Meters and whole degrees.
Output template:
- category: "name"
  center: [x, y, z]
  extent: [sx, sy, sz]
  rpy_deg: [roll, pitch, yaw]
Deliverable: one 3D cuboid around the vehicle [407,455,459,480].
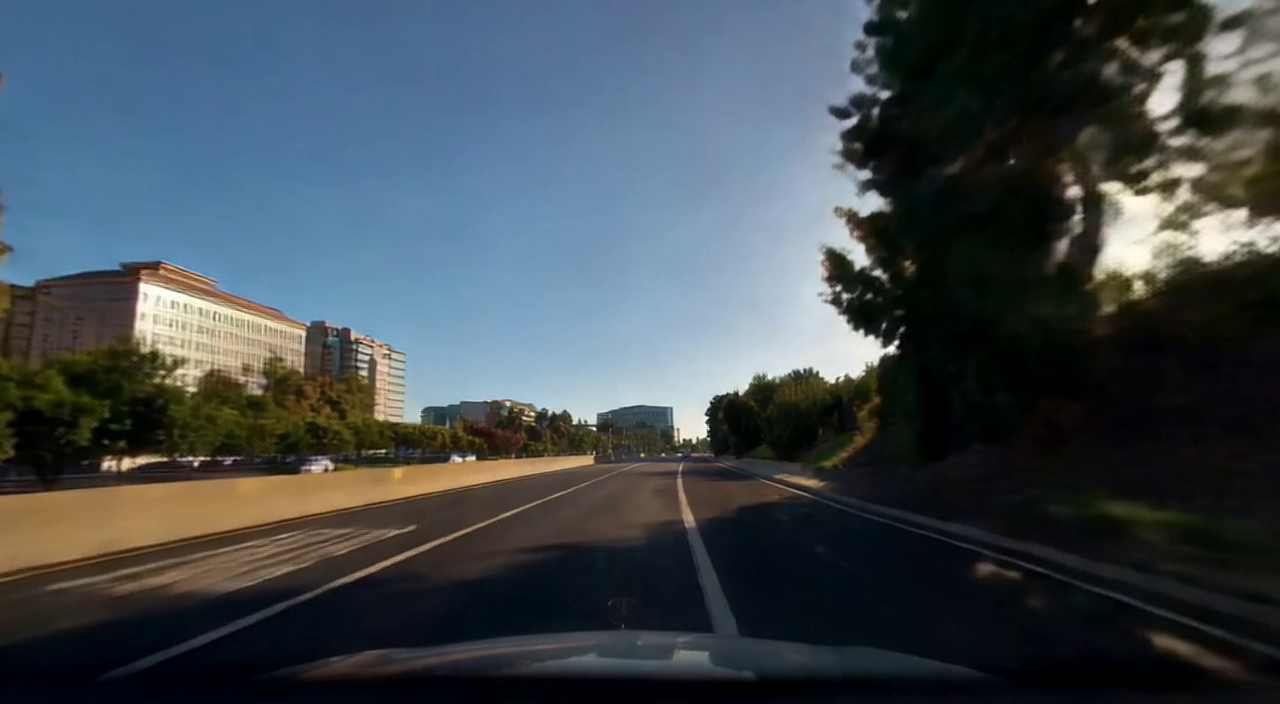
- category: "vehicle"
  center: [-12.791, 7.160, 39.207]
  extent: [1.748, 1.438, 3.656]
  rpy_deg: [-1, -9, 4]
